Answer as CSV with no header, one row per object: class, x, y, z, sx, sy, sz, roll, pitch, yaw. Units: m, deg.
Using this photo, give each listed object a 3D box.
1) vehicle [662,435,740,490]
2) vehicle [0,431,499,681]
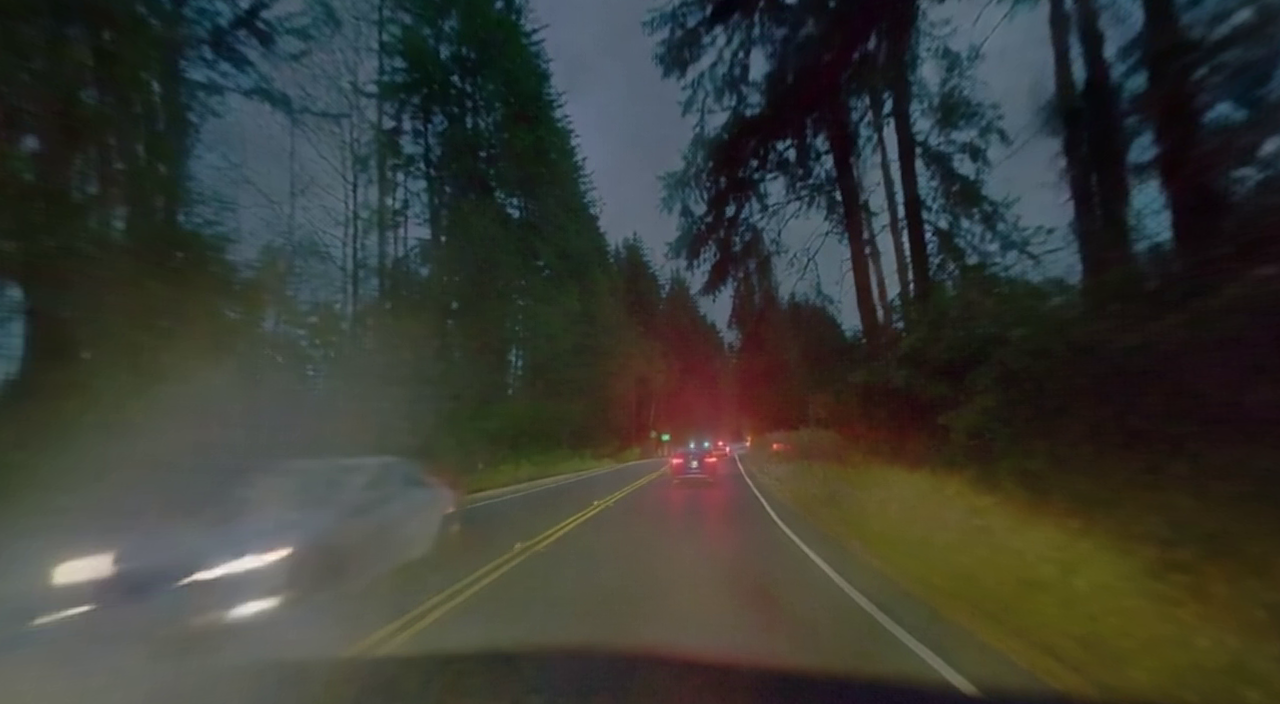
vehicle,2.015,3.574,20.785,2.274,1.583,4.349,-1,-9,6
vehicle,-3.084,1.643,6.295,2.143,1.586,4.238,0,-9,3
